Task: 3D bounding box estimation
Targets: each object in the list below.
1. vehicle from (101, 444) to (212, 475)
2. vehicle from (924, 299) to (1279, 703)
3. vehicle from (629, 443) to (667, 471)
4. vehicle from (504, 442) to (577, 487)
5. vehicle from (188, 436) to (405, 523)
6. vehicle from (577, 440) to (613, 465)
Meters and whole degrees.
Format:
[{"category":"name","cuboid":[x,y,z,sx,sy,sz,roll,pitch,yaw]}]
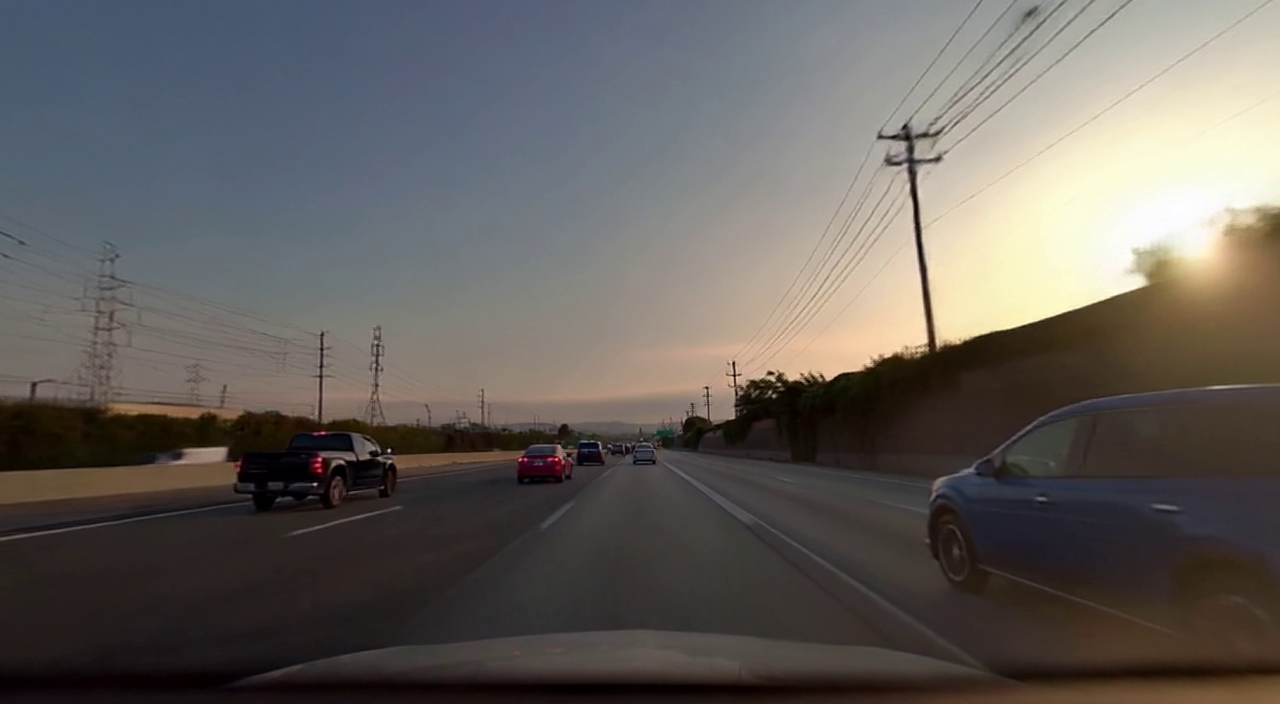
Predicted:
[{"category":"vehicle","cuboid":[-30.005,6.662,39.532,2.281,1.762,5.839,0,-9,0]},{"category":"vehicle","cuboid":[4.014,0.848,3.693,2.231,1.919,5.086,0,-8,-1]},{"category":"vehicle","cuboid":[0.447,5.902,35.705,2.030,1.471,4.115,0,-8,0]},{"category":"vehicle","cuboid":[-3.518,4.041,23.054,1.938,1.444,4.206,0,-8,0]},{"category":"vehicle","cuboid":[-6.911,2.593,13.481,1.959,1.496,4.740,0,-8,0]},{"category":"vehicle","cuboid":[-3.239,7.320,46.250,2.244,1.752,4.439,0,-8,0]}]
